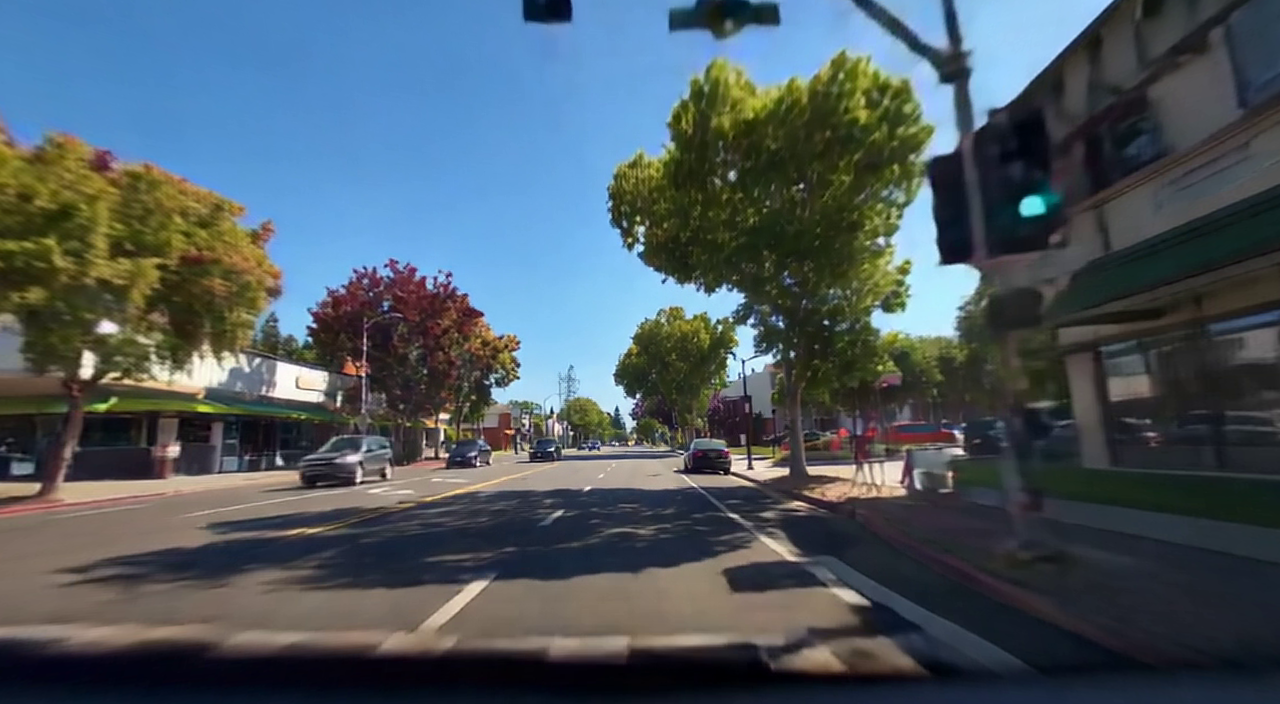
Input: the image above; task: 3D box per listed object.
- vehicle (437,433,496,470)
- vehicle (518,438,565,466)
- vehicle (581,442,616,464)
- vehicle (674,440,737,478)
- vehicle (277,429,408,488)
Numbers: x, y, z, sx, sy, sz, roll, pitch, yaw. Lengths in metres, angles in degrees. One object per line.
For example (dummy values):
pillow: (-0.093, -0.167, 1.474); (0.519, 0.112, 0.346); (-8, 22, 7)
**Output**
vehicle: (-10.234, 5.886, 37.594); (2.088, 2.031, 4.616); (0, -8, 1)
vehicle: (-6.690, 6.875, 43.669); (2.371, 1.800, 4.987); (0, -8, 1)
vehicle: (-2.932, 7.259, 45.557); (2.122, 1.469, 4.388); (0, -8, 1)
vehicle: (2.714, 4.583, 27.301); (2.034, 1.491, 4.618); (1, -8, -3)
vehicle: (-10.221, 3.701, 22.261); (2.116, 1.817, 4.964); (0, -8, 1)
